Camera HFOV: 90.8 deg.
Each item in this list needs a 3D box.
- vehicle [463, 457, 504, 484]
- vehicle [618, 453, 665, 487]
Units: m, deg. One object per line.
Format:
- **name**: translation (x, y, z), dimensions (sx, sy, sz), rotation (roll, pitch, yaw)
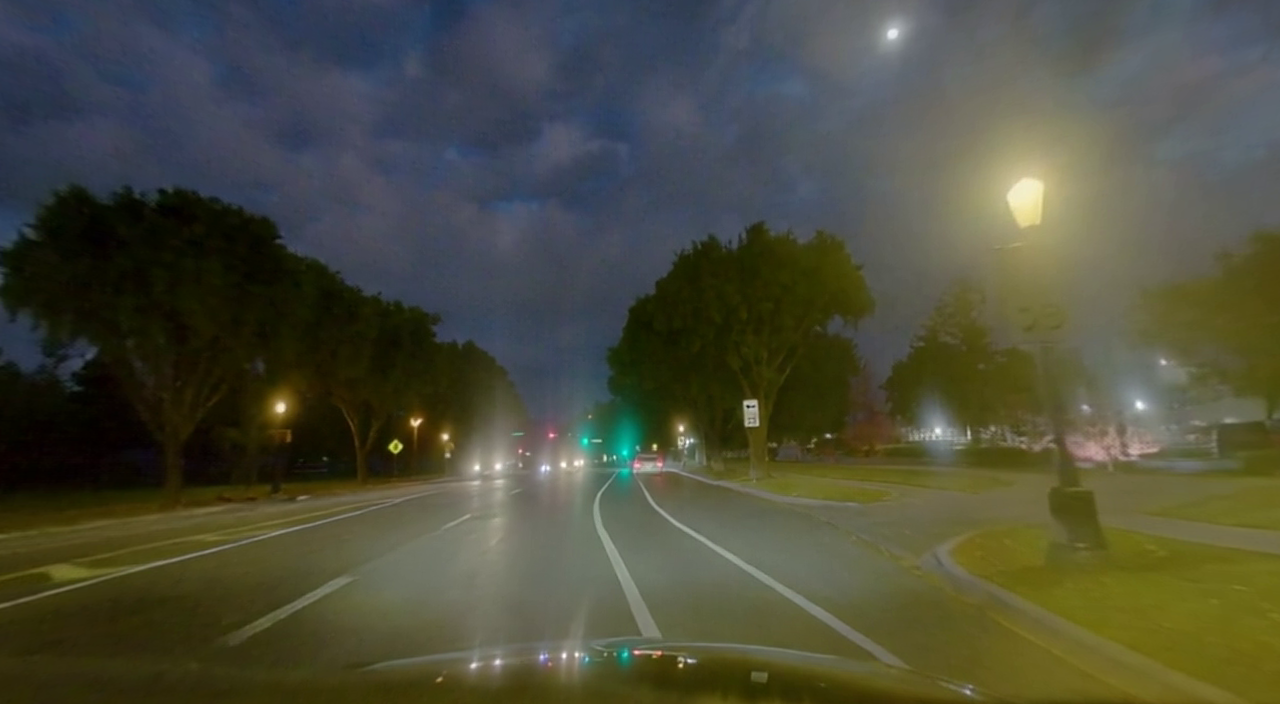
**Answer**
- **vehicle**: translation (-11.161, 8.457, 45.353), dimensions (1.969, 1.751, 4.432), rotation (0, -9, -1)
- **vehicle**: translation (0.045, 5.717, 30.919), dimensions (2.111, 1.466, 4.223), rotation (-1, -9, -1)
